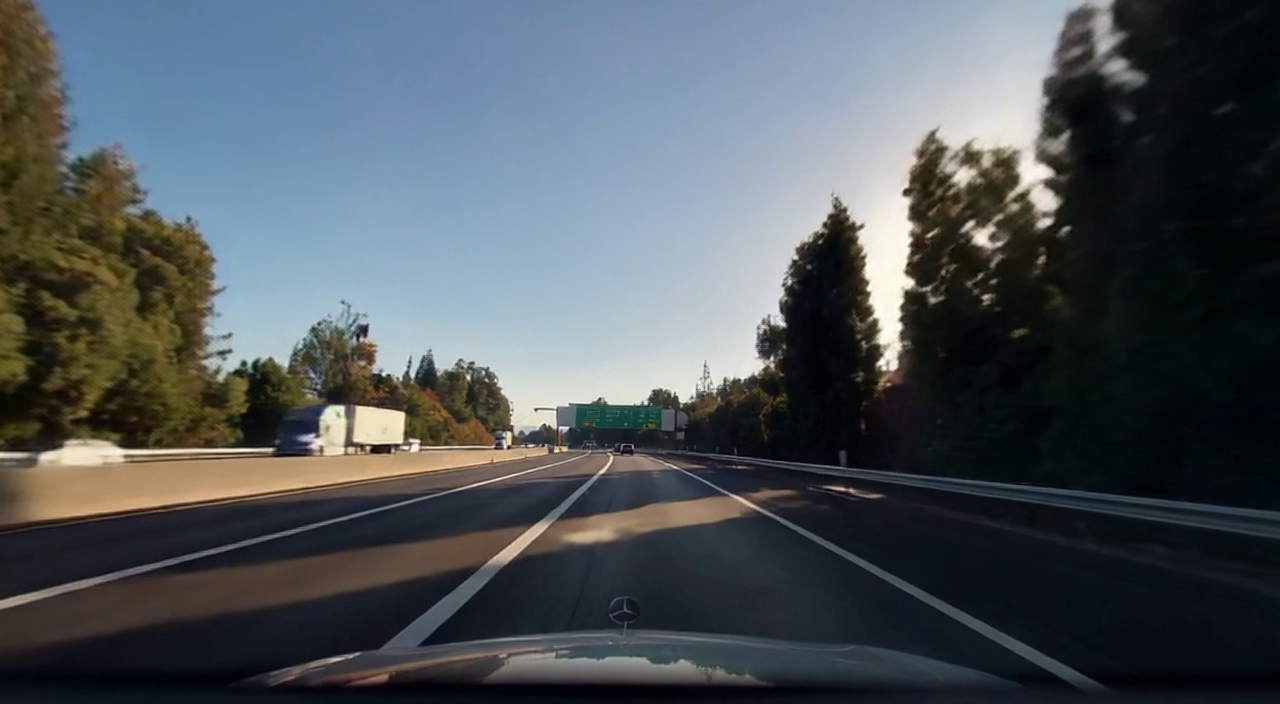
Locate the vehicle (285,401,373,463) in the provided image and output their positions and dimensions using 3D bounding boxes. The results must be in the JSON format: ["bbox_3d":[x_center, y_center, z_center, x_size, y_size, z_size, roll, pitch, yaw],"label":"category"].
[{"bbox_3d":[-21.327,5.574,43.475,3.036,3.953,5.859,0,-8,-1],"label":"vehicle"}]

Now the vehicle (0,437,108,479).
[{"bbox_3d":[-24.122,4.205,25.060,1.808,1.515,4.455,0,-9,0],"label":"vehicle"}]
